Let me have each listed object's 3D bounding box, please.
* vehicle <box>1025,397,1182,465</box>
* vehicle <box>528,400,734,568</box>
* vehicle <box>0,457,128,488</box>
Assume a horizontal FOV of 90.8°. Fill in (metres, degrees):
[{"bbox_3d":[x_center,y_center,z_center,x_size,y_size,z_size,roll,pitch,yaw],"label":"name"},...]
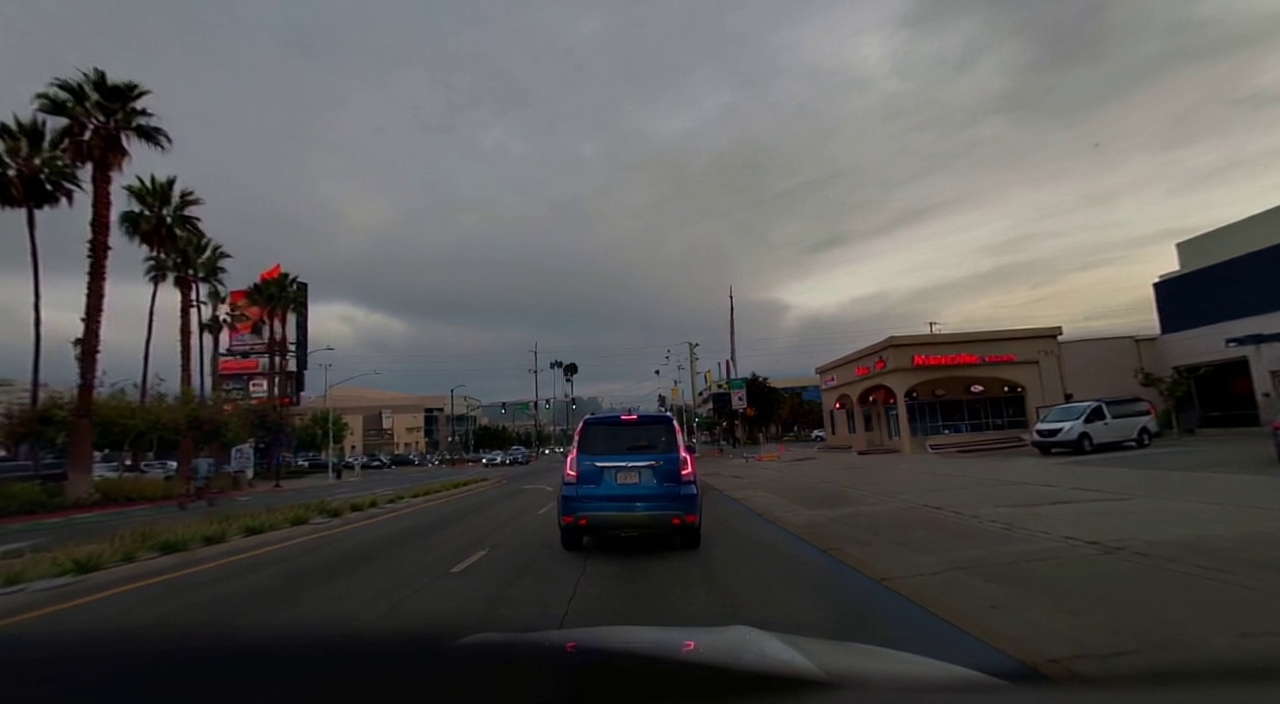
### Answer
[{"bbox_3d":[16.085,2.800,21.827,6.060,2.047,2.490,6,-11,-36],"label":"vehicle"},{"bbox_3d":[-0.140,1.732,8.910,2.234,1.818,3.869,0,-9,-1],"label":"vehicle"},{"bbox_3d":[-28.373,5.812,30.578,5.154,1.343,1.943,4,-10,-25],"label":"vehicle"}]
